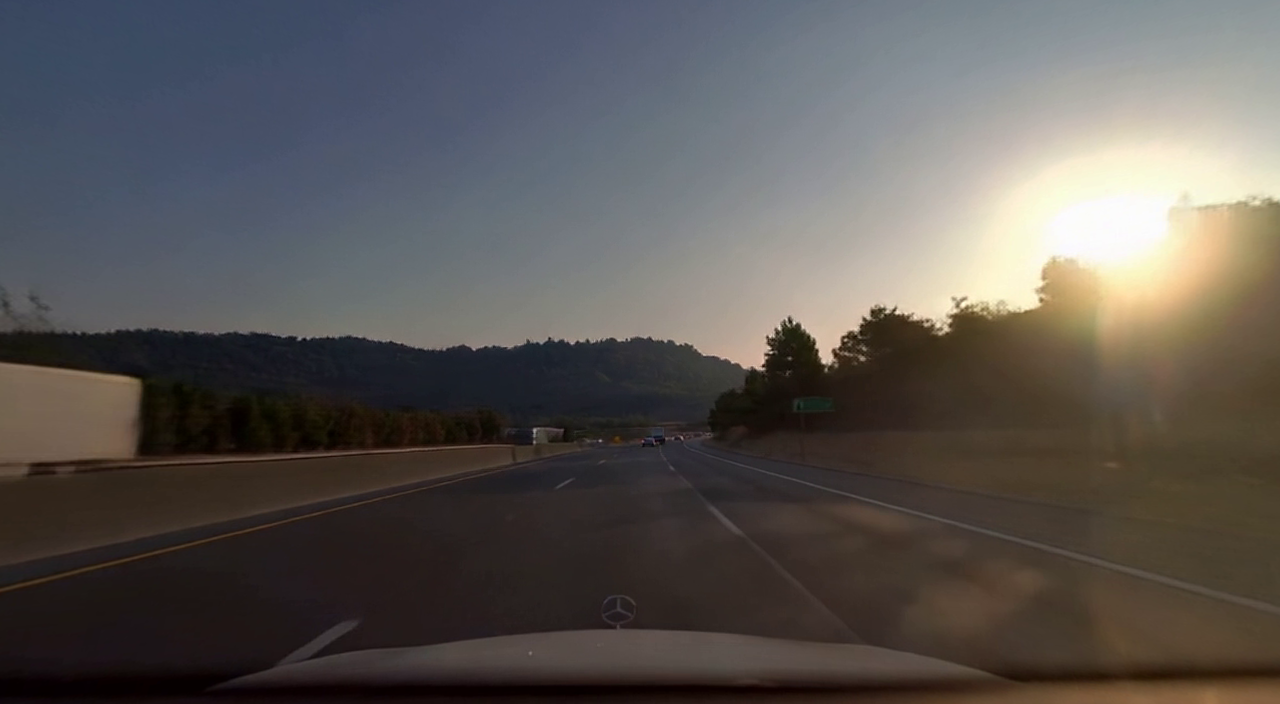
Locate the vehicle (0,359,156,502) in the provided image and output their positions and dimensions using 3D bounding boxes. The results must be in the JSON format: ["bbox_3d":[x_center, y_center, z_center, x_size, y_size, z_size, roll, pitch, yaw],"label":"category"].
[{"bbox_3d":[-19.964,2.046,16.620,2.973,4.079,14.336,0,-8,0],"label":"vehicle"}]
